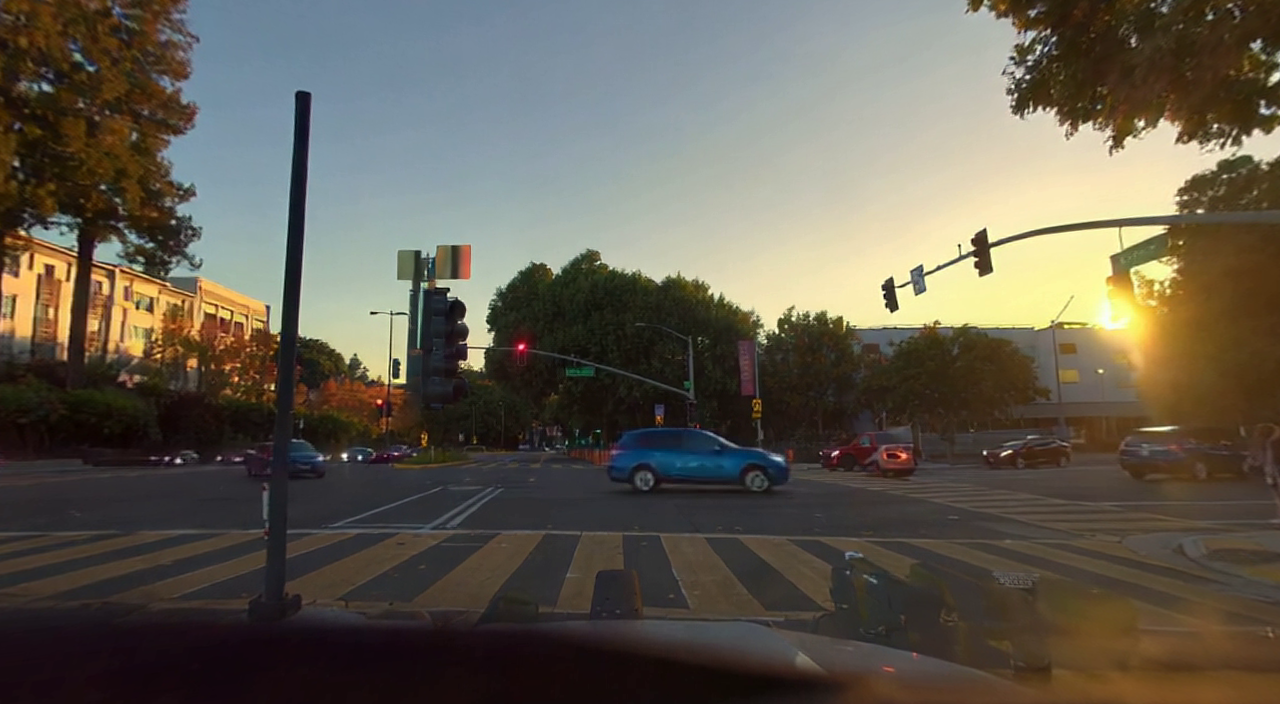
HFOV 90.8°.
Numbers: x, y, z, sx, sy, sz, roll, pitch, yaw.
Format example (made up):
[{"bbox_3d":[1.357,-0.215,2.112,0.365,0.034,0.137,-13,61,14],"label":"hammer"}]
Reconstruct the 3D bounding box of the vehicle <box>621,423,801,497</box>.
[{"bbox_3d":[1.848,2.880,17.040,4.509,1.821,2.066,-1,-8,6],"label":"vehicle"}]

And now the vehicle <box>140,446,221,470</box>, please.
[{"bbox_3d":[-31.231,7.214,43.201,1.892,1.525,5.171,0,-8,-3],"label":"vehicle"}]

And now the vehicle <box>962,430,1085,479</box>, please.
[{"bbox_3d":[15.271,4.033,25.103,4.742,1.762,2.180,5,-10,-33],"label":"vehicle"}]

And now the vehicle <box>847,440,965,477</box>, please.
[{"bbox_3d":[11.566,4.627,27.573,4.317,1.491,1.896,1,-9,-10],"label":"vehicle"}]

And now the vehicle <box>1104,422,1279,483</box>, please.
[{"bbox_3d":[18.726,3.329,21.231,6.196,1.777,2.457,4,-9,-28],"label":"vehicle"}]

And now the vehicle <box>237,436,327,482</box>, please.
[{"bbox_3d":[-13.545,3.980,23.793,2.007,1.540,4.312,7,-11,-40],"label":"vehicle"}]
